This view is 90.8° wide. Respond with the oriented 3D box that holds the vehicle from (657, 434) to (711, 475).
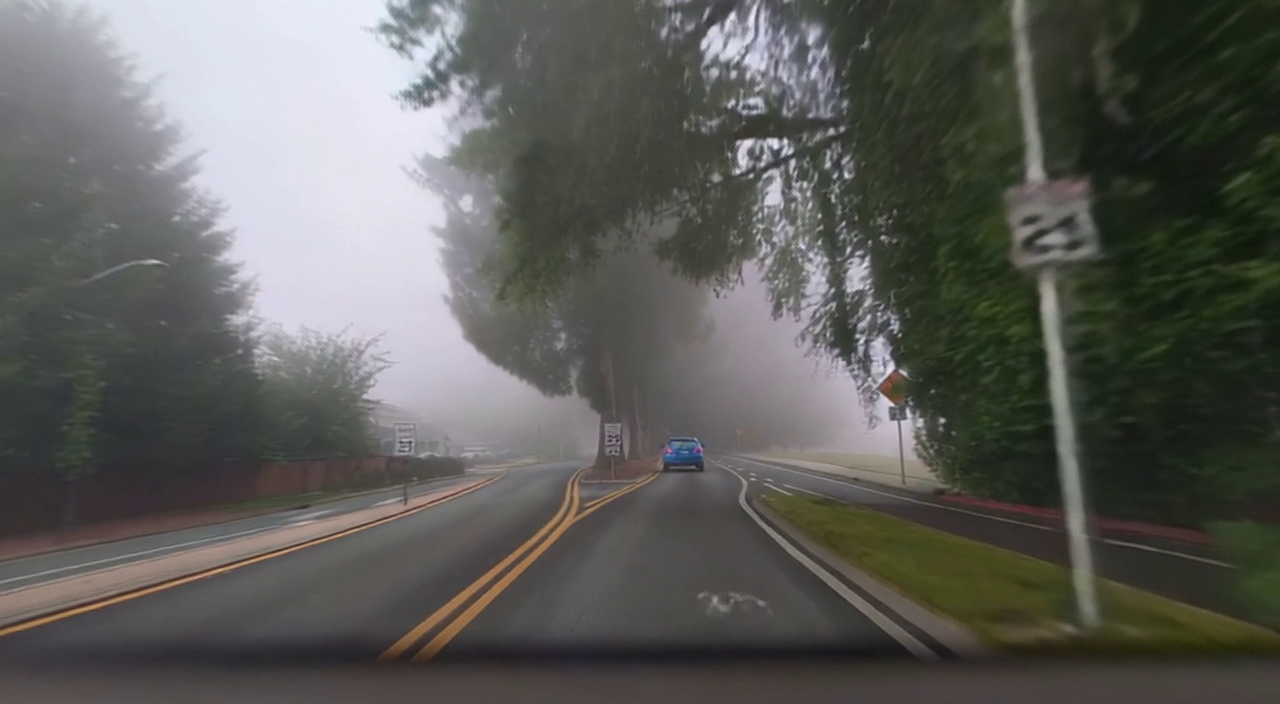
[{"bbox_3d":[1.991,4.581,28.487,2.216,1.708,4.110,-1,-8,4],"label":"vehicle"}]
